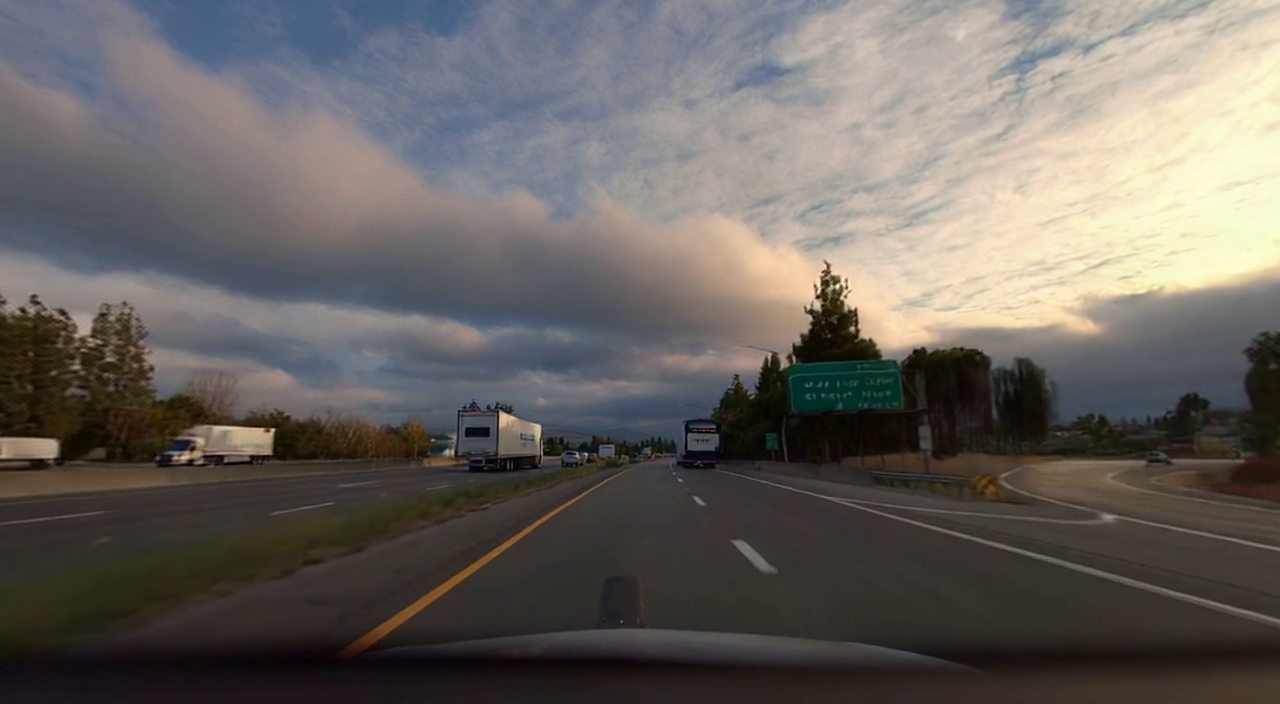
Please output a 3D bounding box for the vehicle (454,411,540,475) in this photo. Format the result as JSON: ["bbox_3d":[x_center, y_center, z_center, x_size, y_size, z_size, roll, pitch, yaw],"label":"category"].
[{"bbox_3d":[-10.197,6.873,47.249,2.891,4.062,14.230,0,-9,1],"label":"vehicle"}]

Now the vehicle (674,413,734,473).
[{"bbox_3d":[4.280,6.608,45.433,2.928,3.595,13.975,0,-9,0],"label":"vehicle"}]
